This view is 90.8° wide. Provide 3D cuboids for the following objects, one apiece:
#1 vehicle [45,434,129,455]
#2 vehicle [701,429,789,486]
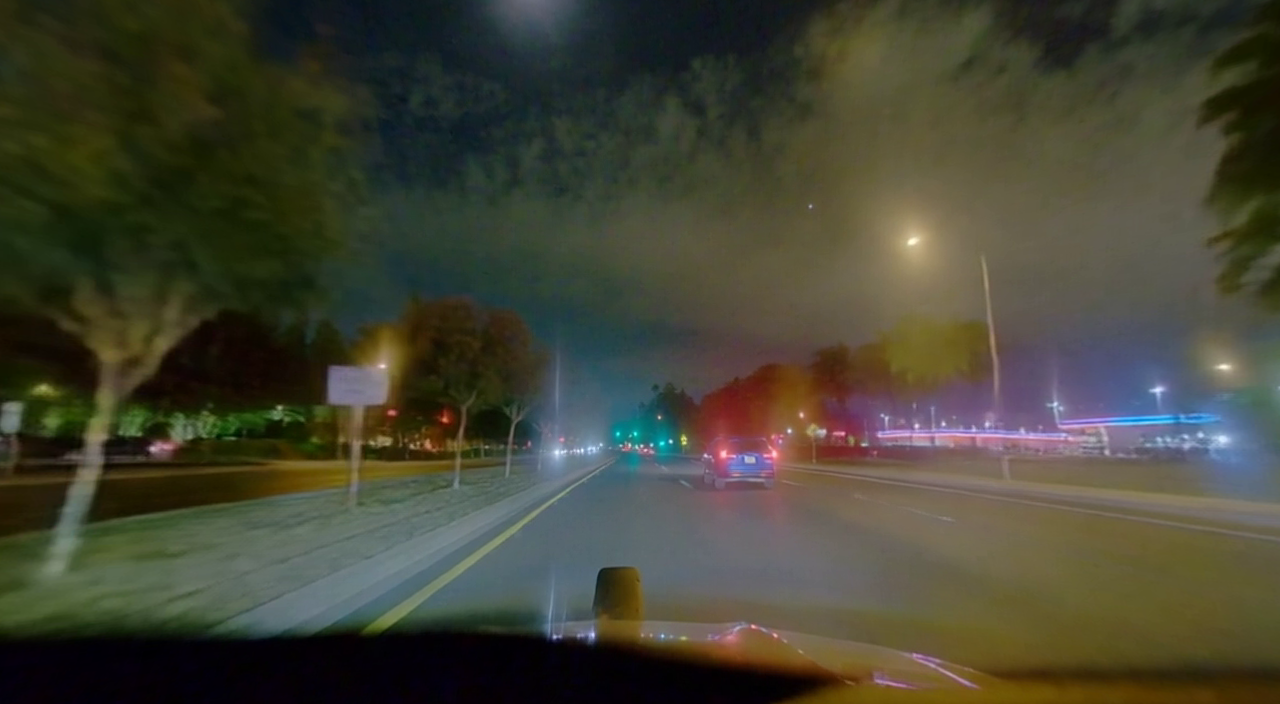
[{"bbox_3d":[-43.545,7.313,49.810,4.530,1.569,2.159,0,-8,1],"label":"vehicle"},{"bbox_3d":[3.374,3.511,21.210,2.072,1.696,4.177,0,-8,-2],"label":"vehicle"}]
